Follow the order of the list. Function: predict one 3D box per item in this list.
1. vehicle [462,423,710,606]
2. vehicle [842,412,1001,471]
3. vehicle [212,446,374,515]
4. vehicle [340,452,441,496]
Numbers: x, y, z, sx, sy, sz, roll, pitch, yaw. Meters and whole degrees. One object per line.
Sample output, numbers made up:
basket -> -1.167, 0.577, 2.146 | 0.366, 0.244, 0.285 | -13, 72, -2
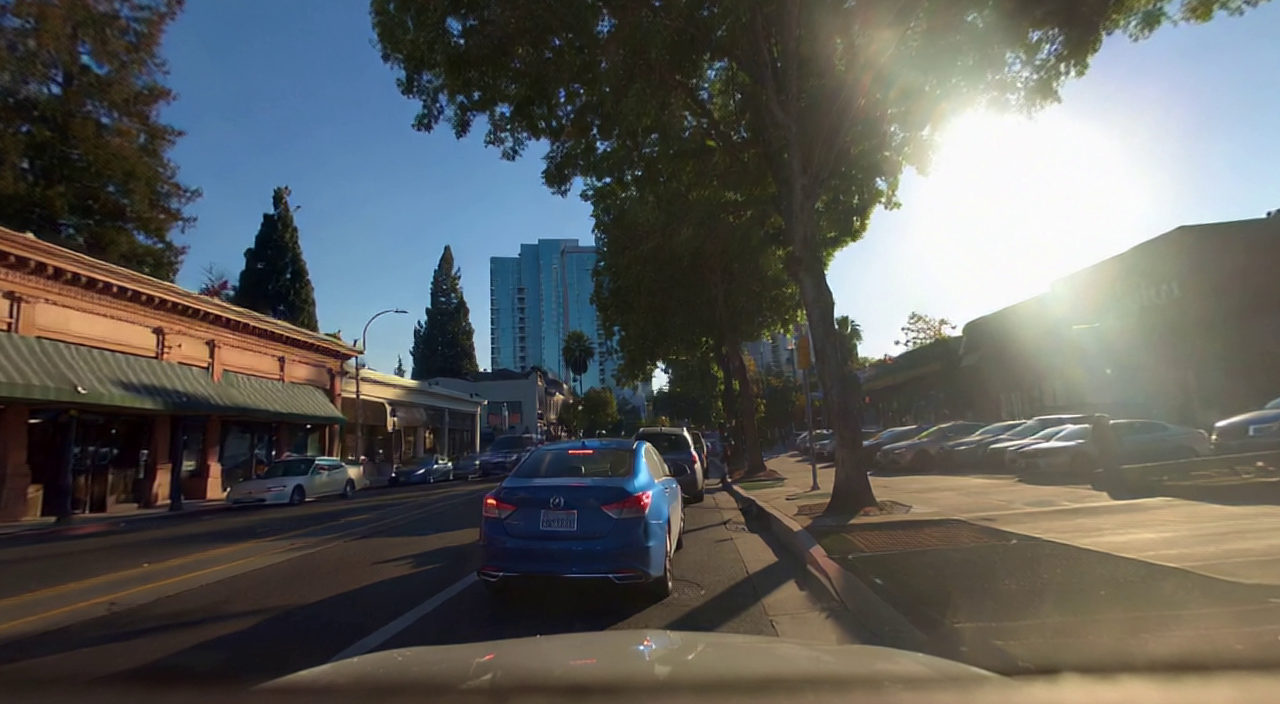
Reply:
vehicle -> -0.271, 1.636, 7.290 | 1.939, 1.478, 3.922 | -2, -8, 9
vehicle -> 9.013, 2.831, 20.216 | 4.558, 1.528, 1.915 | 0, -8, -23
vehicle -> -11.005, 4.065, 20.585 | 2.081, 1.718, 5.342 | -6, -9, 3
vehicle -> -10.255, 5.029, 26.276 | 1.826, 1.432, 4.556 | -7, -9, 8
